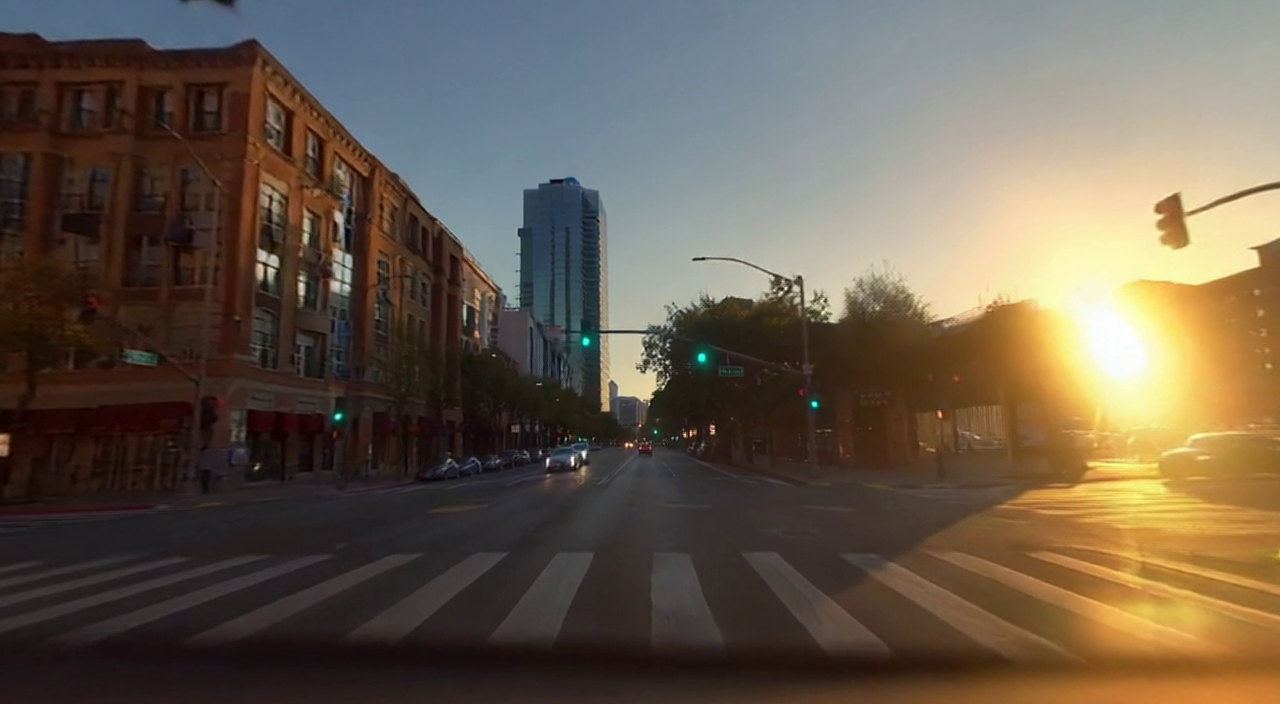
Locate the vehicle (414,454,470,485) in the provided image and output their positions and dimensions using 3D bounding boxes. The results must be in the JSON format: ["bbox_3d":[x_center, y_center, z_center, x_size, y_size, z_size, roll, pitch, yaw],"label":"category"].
[{"bbox_3d":[-12.053,7.169,38.571,1.910,1.511,4.565,-1,-7,1],"label":"vehicle"}]
